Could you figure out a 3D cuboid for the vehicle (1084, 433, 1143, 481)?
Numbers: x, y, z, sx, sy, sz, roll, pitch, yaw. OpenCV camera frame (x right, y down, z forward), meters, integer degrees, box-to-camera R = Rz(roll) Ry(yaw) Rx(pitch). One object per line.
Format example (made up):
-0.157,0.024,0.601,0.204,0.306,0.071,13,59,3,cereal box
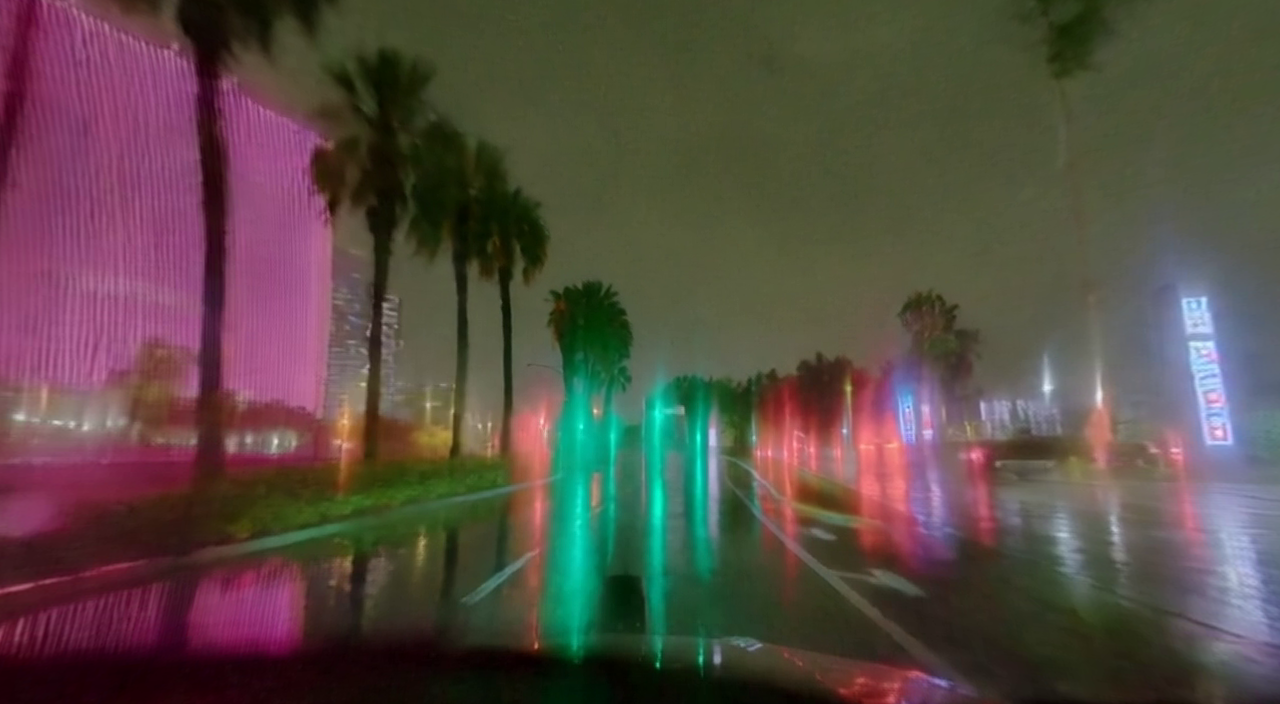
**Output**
31.567,7.071,42.039,2.645,2.817,3.475,-10,-18,34,vehicle

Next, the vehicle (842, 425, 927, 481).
10.103,4.151,26.273,1.813,2.150,3.038,3,-6,-16,vehicle

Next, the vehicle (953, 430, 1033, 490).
14.536,4.451,26.034,2.219,2.342,1.744,-1,-9,7,vehicle
